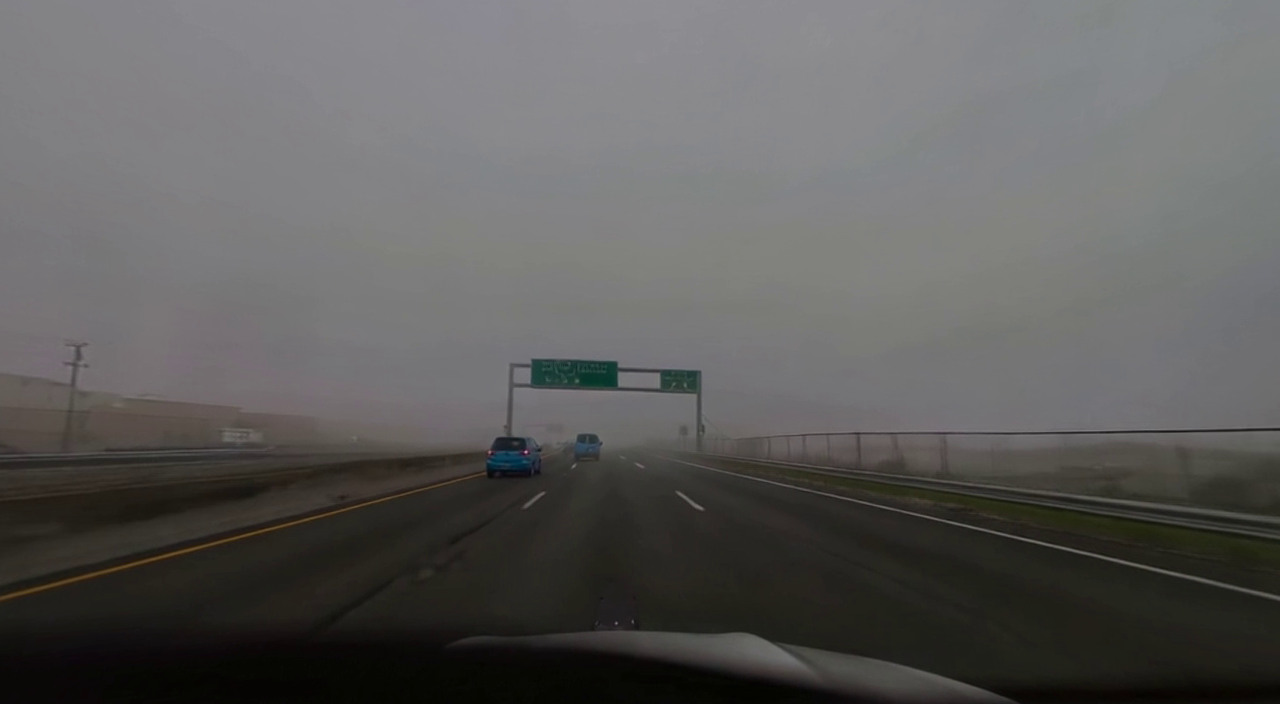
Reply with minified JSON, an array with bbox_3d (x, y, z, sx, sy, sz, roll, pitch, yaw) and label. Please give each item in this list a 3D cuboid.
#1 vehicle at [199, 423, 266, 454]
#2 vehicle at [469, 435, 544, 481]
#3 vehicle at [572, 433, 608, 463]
[{"bbox_3d":[-31.488,6.672,48.868,2.173,2.174,5.446,4,-8,-9],"label":"vehicle"},{"bbox_3d":[-4.893,3.936,23.719,2.045,1.547,4.162,0,-8,-2],"label":"vehicle"},{"bbox_3d":[-3.370,6.553,43.236,2.260,1.901,4.665,0,-8,-2],"label":"vehicle"}]
